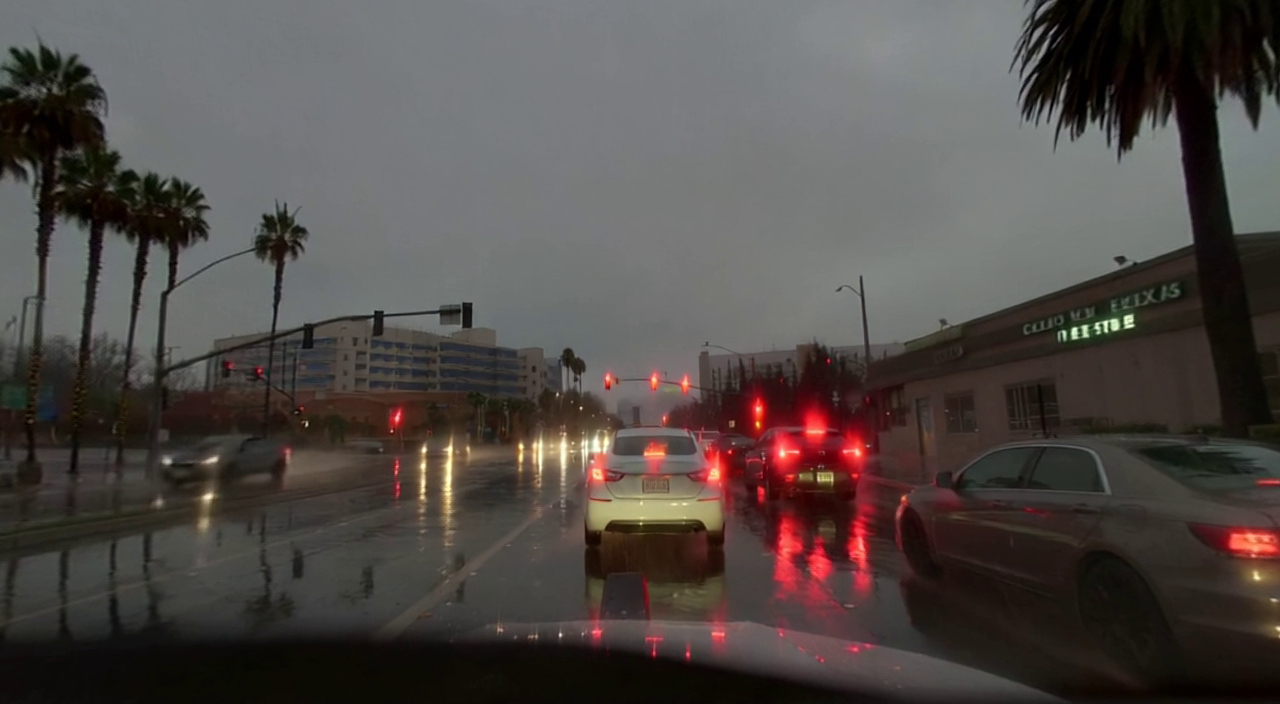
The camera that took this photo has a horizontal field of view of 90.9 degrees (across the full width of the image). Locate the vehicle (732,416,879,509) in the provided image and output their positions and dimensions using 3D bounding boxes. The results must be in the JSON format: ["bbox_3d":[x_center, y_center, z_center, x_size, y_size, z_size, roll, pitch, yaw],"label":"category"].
[{"bbox_3d":[3.489,2.442,14.304,2.169,1.751,4.276,0,-8,0],"label":"vehicle"}]

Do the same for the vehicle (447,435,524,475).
[{"bbox_3d":[-6.050,4.093,25.223,1.822,1.456,4.396,-1,-8,2],"label":"vehicle"}]

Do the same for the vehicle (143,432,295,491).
[{"bbox_3d":[-13.182,3.436,20.113,2.000,1.609,4.219,-1,-8,-2],"label":"vehicle"}]

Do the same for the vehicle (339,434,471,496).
[{"bbox_3d":[-6.256,3.050,17.362,1.900,1.487,4.165,0,-8,2],"label":"vehicle"}]

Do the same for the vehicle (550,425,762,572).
[{"bbox_3d":[0.172,1.787,8.460,2.140,1.474,4.026,0,-8,1],"label":"vehicle"}]

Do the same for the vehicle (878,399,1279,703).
[{"bbox_3d":[3.535,1.226,4.471,1.910,1.490,4.661,0,-8,1],"label":"vehicle"}]
